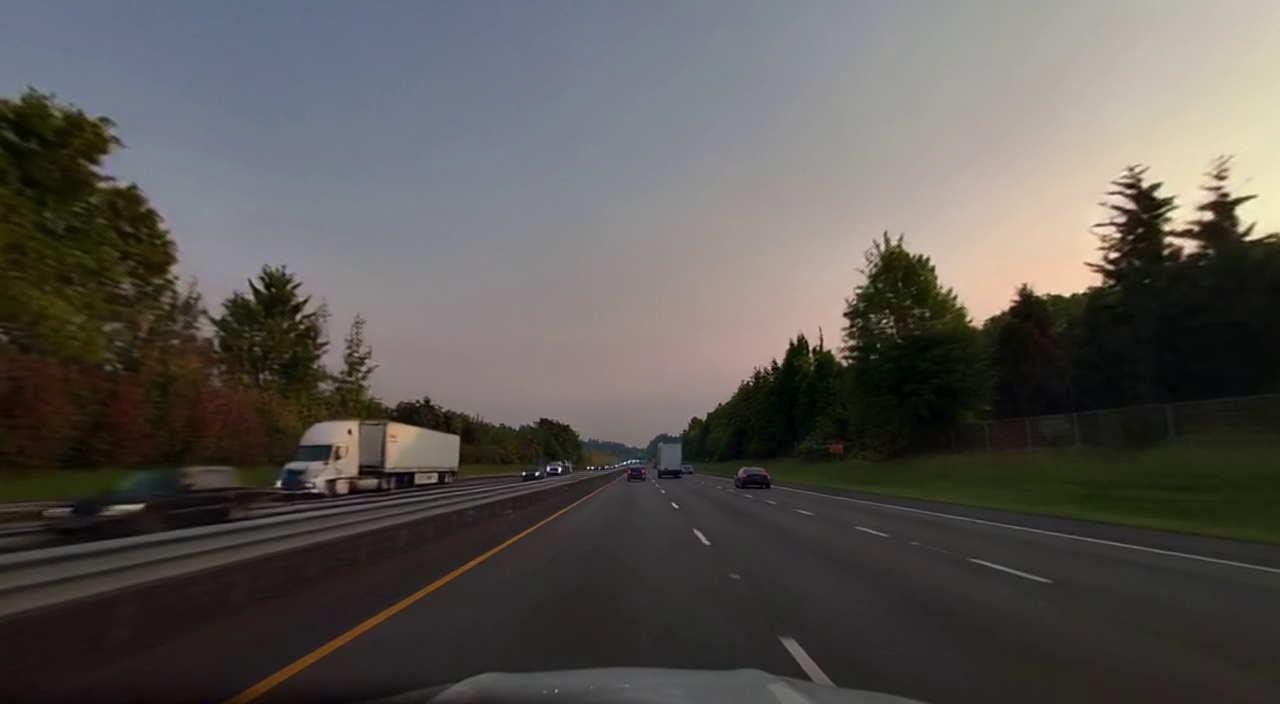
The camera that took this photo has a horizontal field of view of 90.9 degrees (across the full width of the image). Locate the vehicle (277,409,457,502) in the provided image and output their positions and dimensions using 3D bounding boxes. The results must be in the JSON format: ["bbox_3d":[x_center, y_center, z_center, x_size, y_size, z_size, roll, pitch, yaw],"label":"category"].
[{"bbox_3d":[-14.111,5.952,35.379,2.881,3.936,16.436,1,-10,0],"label":"vehicle"}]

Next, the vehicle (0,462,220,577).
[{"bbox_3d":[-9.545,2.619,10.513,1.931,1.502,4.561,1,-10,-1],"label":"vehicle"}]

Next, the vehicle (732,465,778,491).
[{"bbox_3d":[7.071,7.820,39.217,1.977,1.494,4.311,1,-10,-1],"label":"vehicle"}]
